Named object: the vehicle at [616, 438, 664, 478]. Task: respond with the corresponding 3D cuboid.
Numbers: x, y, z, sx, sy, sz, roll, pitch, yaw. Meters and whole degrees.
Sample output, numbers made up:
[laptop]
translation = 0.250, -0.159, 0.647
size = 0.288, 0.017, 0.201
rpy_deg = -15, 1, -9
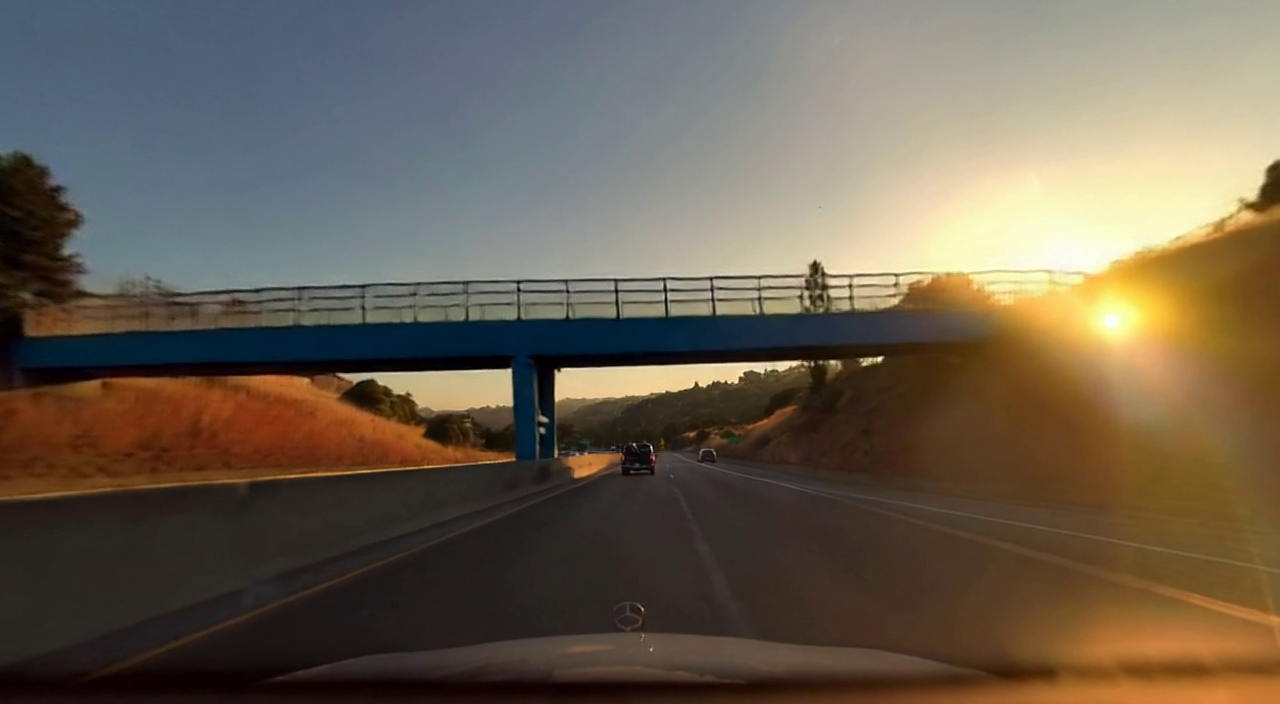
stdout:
[vehicle]
translation = 0.061, 5.657, 33.829
size = 2.369, 1.948, 5.343
rpy_deg = 0, -9, 2
